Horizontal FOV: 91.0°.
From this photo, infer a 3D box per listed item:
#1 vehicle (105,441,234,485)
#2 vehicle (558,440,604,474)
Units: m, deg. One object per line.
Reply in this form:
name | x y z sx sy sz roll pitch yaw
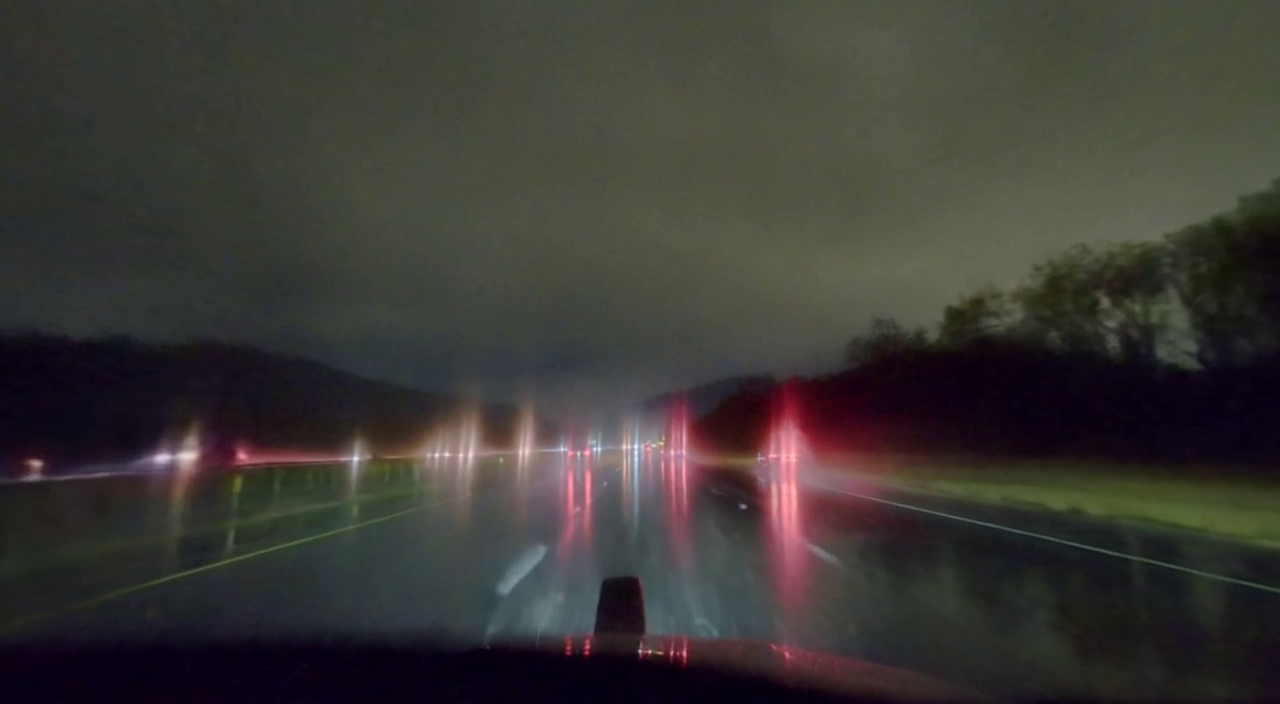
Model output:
vehicle | -24.600 5.800 33.314 2.249 2.109 5.818 0 -9 0
vehicle | -3.128 5.681 34.310 2.070 1.707 4.309 0 -9 1
